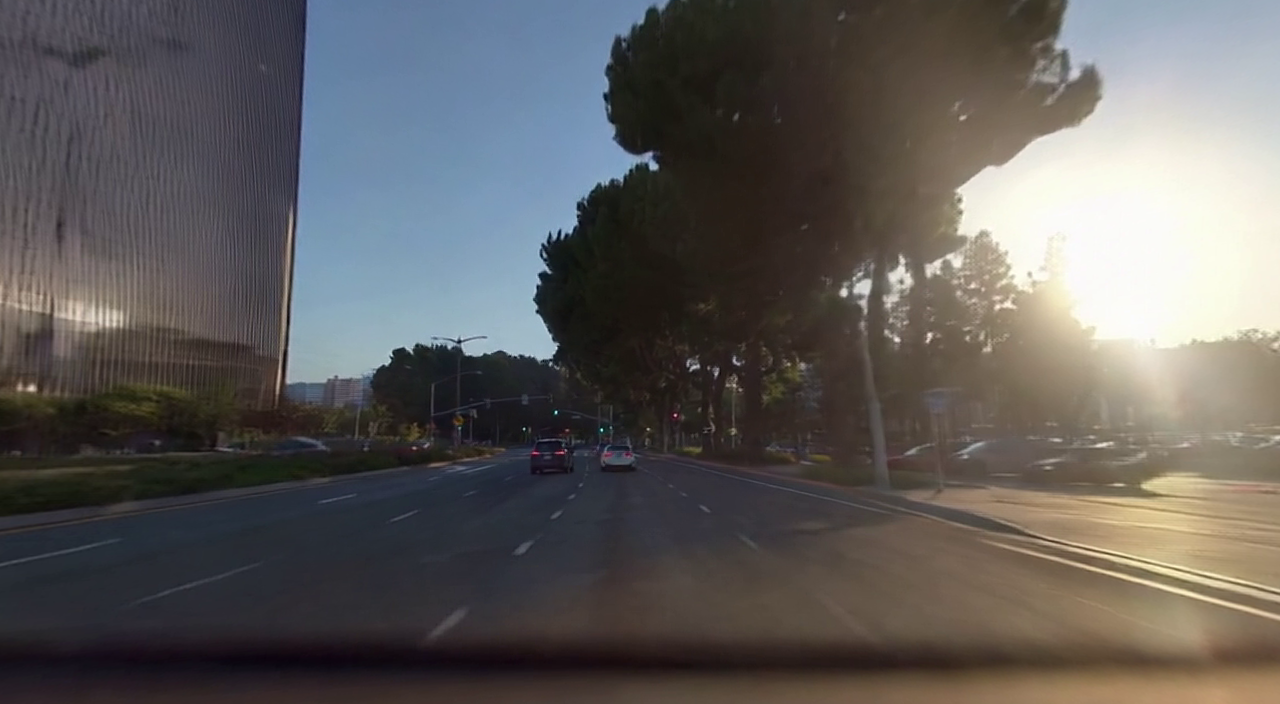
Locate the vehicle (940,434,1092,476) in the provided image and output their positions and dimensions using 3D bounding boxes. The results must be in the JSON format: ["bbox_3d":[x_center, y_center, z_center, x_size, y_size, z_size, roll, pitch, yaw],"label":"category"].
[{"bbox_3d":[13.570,3.750,22.994,4.373,1.437,1.630,-1,-9,3],"label":"vehicle"}]

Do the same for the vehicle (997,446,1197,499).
[{"bbox_3d":[13.568,3.580,19.002,4.470,1.429,1.878,0,-7,3],"label":"vehicle"}]

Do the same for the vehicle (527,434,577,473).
[{"bbox_3d":[-4.345,5.079,31.829,2.001,1.784,4.483,0,-8,-2],"label":"vehicle"}]

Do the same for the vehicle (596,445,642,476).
[{"bbox_3d":[-1.025,5.103,30.006,2.050,1.385,4.096,0,-8,-3],"label":"vehicle"}]

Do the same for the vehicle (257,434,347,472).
[{"bbox_3d":[-15.781,4.755,29.822,1.856,1.625,4.574,0,-8,-3],"label":"vehicle"}]
